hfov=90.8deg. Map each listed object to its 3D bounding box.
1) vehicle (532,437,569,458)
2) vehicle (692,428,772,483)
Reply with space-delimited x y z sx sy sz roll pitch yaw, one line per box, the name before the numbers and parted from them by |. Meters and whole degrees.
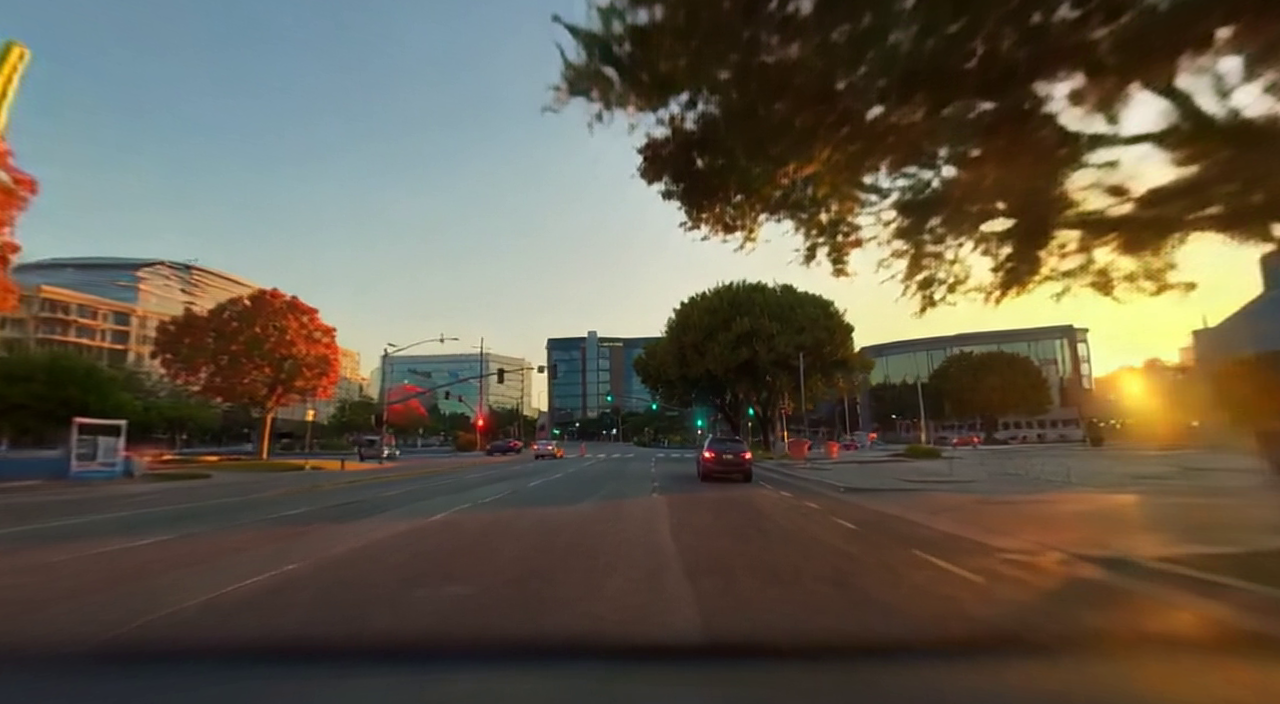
vehicle | -6.625 7.094 47.118 1.924 1.458 4.448 -1 -8 2
vehicle | 3.027 3.528 21.710 2.230 1.683 4.204 0 -8 2
